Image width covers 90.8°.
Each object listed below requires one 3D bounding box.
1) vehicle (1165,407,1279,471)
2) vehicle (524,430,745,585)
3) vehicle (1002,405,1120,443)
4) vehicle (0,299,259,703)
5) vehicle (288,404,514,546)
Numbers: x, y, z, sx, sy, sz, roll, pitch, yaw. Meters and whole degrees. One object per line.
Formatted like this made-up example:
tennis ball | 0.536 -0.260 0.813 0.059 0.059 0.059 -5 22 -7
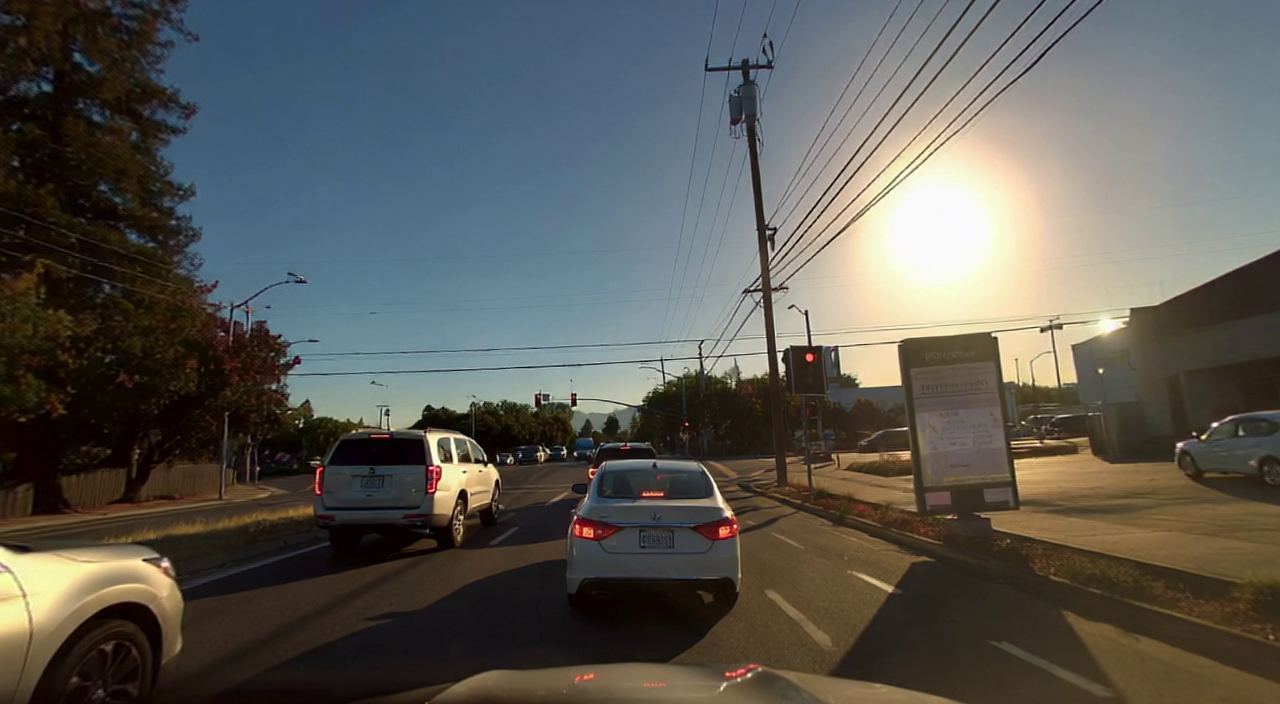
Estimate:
vehicle | 17.017 2.540 18.270 1.858 1.622 4.491 -5 -10 28
vehicle | -0.102 1.799 8.144 2.121 1.474 3.968 0 -8 -2
vehicle | 26.864 4.644 40.508 5.782 2.286 2.223 -1 -9 4
vehicle | -3.593 0.628 1.530 2.085 1.943 5.053 0 -8 1
vehicle | -3.843 2.084 11.373 2.147 1.963 4.927 0 -8 0
